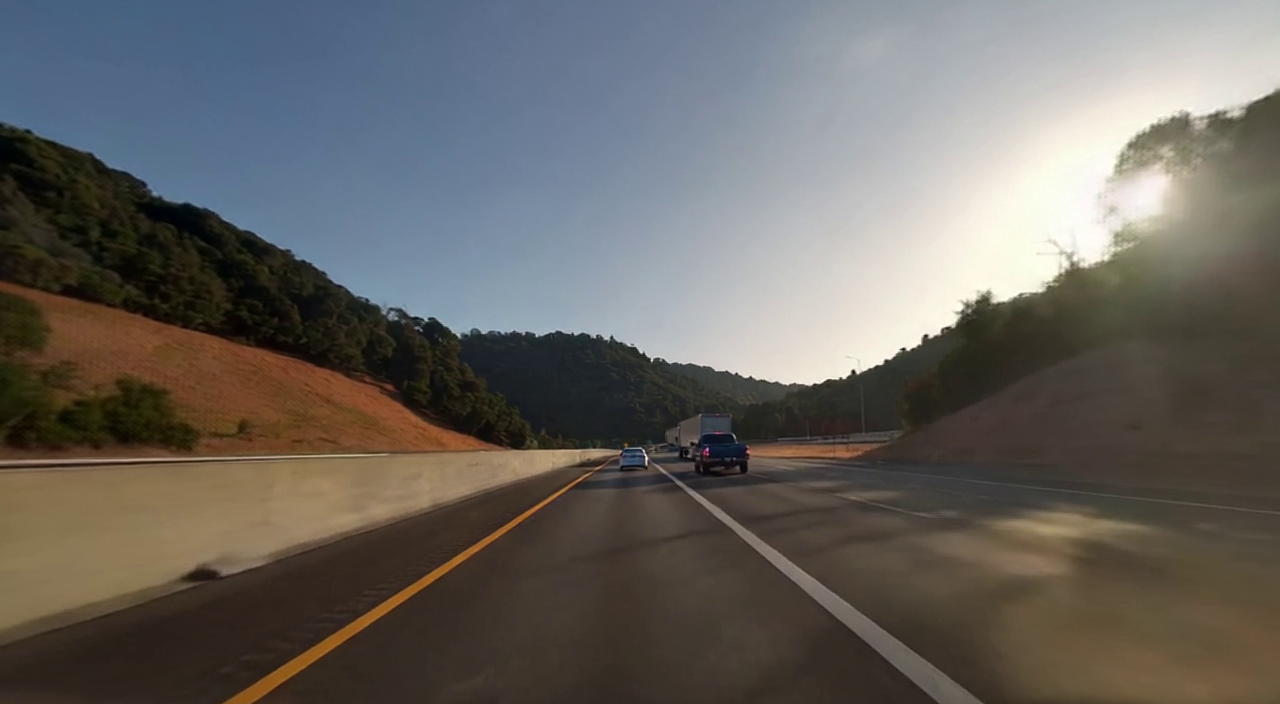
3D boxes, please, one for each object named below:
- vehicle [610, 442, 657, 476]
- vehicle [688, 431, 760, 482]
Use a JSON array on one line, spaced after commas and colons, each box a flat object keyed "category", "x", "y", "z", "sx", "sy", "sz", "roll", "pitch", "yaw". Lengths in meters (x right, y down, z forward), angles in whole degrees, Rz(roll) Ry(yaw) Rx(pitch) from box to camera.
[{"category": "vehicle", "x": -0.338, "y": 5.080, "z": 30.196, "sx": 2.083, "sy": 1.477, "sz": 3.965, "roll": 0, "pitch": -8, "yaw": -1}, {"category": "vehicle", "x": 3.224, "y": 4.141, "z": 25.287, "sx": 2.098, "sy": 1.794, "sz": 4.561, "roll": 0, "pitch": -8, "yaw": -2}]
